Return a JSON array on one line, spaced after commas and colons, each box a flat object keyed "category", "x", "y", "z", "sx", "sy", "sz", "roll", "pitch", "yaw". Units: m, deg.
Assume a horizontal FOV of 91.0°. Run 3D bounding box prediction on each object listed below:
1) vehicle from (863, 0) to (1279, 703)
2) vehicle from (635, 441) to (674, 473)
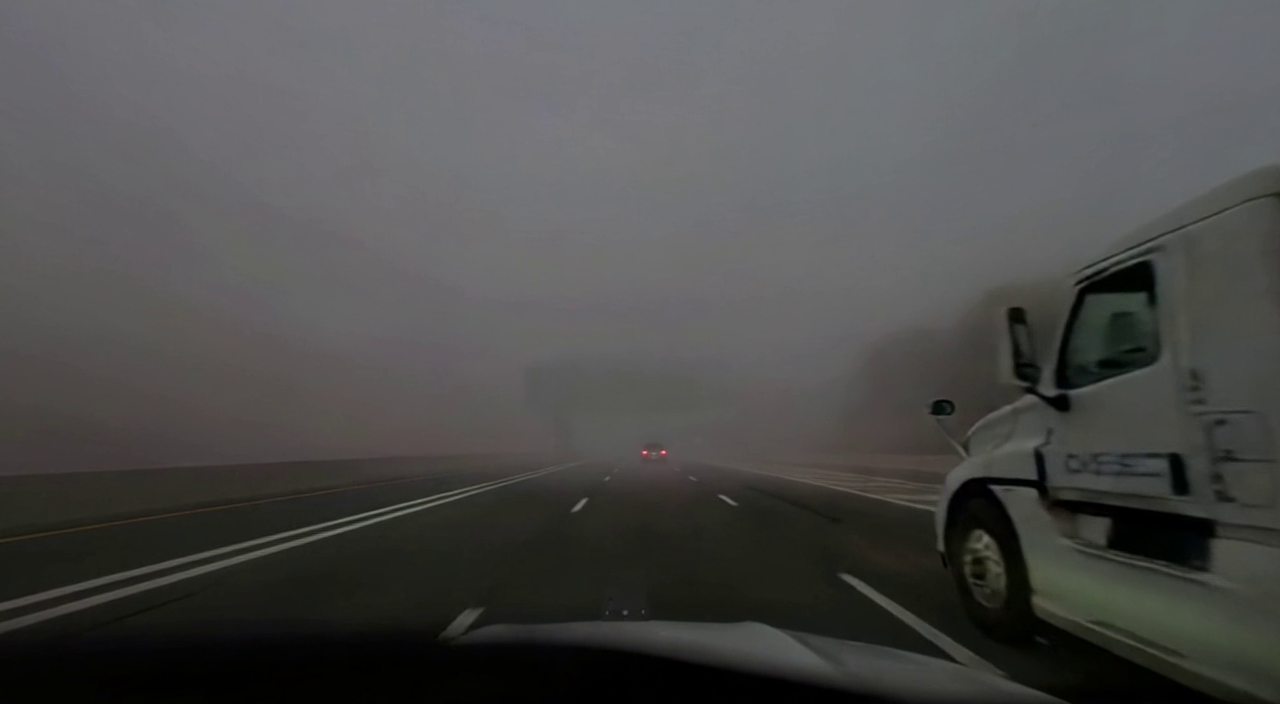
[{"category": "vehicle", "x": 4.032, "y": -0.353, "z": 1.611, "sx": 3.027, "sy": 3.903, "sz": 10.307, "roll": 0, "pitch": -8, "yaw": 0}, {"category": "vehicle", "x": 0.757, "y": 5.781, "z": 34.894, "sx": 2.050, "sy": 1.654, "sz": 4.192, "roll": 0, "pitch": -8, "yaw": 0}]
